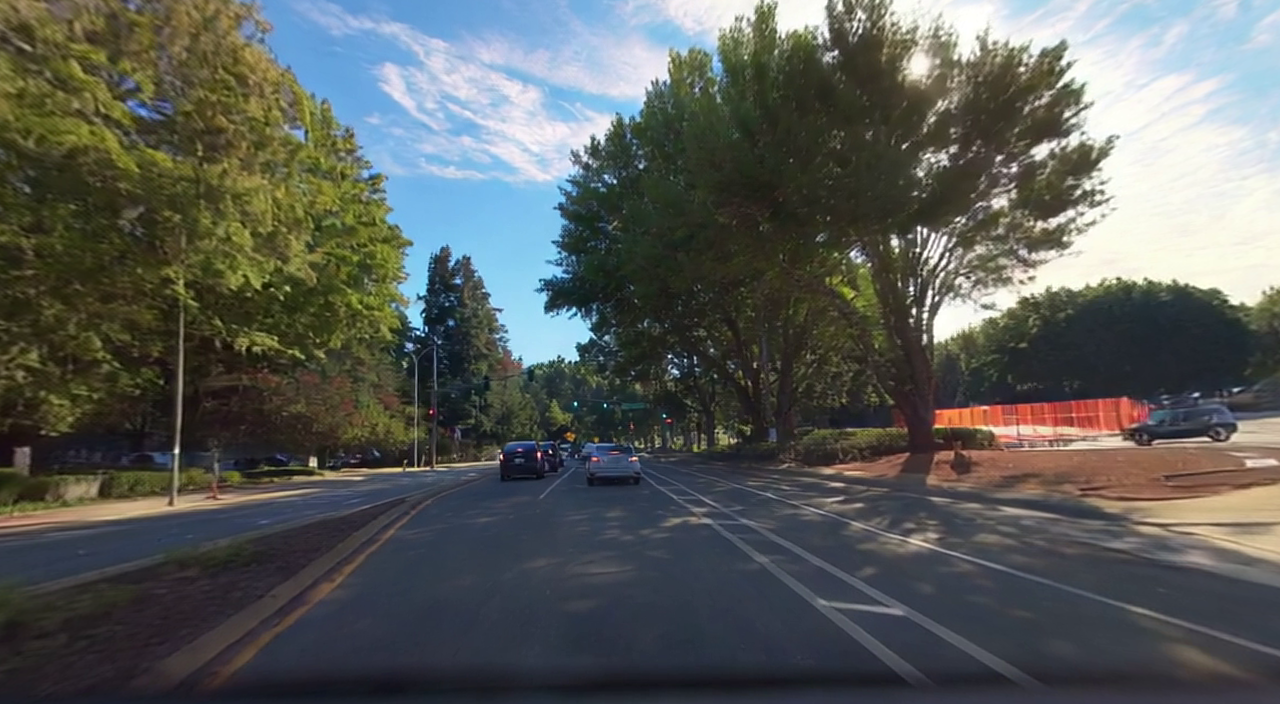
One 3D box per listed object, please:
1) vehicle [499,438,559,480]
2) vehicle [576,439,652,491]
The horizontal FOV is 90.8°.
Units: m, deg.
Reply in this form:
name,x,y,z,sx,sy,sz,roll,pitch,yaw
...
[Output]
name,x,y,z,sx,sy,sz,roll,pitch,yaw
vehicle,-4.770,4.650,27.693,2.077,1.665,4.206,0,-8,-3
vehicle,-0.948,3.685,21.064,2.266,1.508,4.430,0,-8,-5
